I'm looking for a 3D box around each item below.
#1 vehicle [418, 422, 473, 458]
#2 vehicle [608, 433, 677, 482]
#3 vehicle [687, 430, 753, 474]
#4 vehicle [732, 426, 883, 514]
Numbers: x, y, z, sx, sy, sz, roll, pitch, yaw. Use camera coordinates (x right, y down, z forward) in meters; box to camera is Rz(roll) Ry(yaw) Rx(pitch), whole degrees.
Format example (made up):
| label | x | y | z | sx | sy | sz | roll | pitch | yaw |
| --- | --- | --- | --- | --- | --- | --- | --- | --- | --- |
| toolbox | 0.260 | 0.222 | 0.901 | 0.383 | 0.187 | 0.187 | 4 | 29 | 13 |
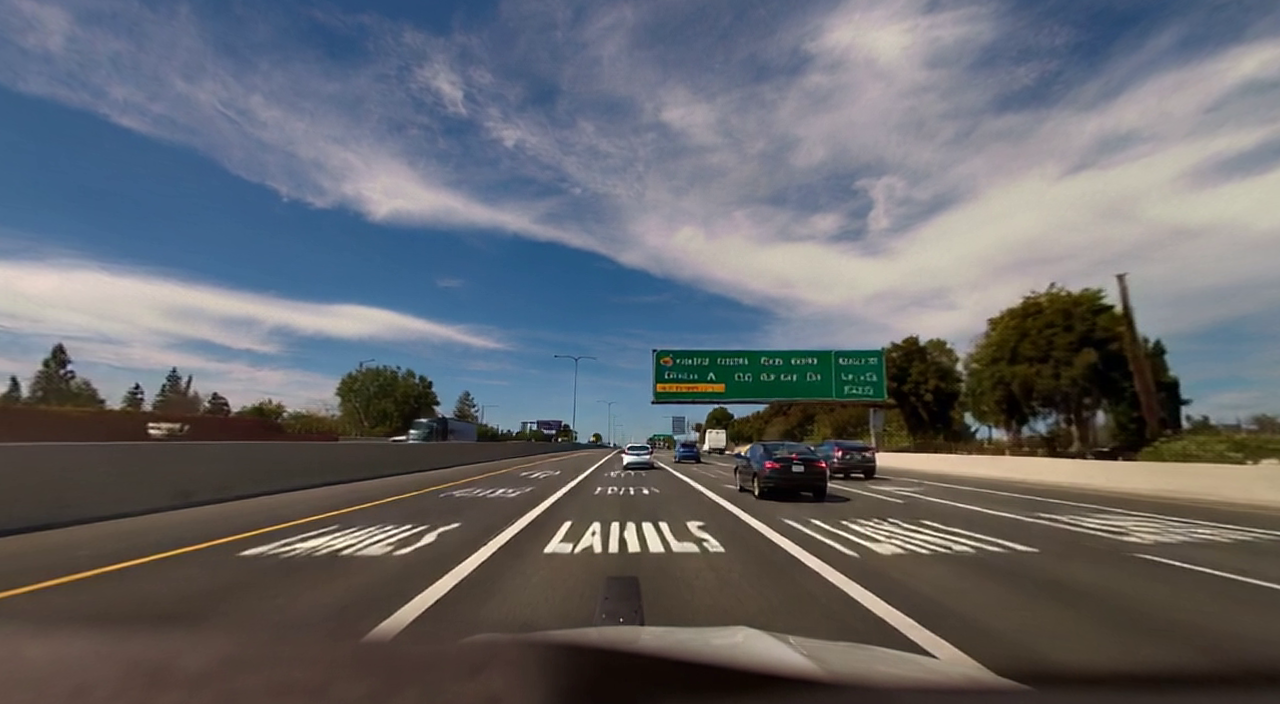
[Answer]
| label | x | y | z | sx | sy | sz | roll | pitch | yaw |
| --- | --- | --- | --- | --- | --- | --- | --- | --- | --- |
| vehicle | -14.566 | 6.659 | 47.626 | 2.378 | 2.458 | 5.830 | 0 | -8 | -1 |
| vehicle | 0.014 | 3.509 | 21.230 | 2.098 | 1.475 | 3.997 | 0 | -8 | -2 |
| vehicle | 3.223 | 4.146 | 26.343 | 1.997 | 1.663 | 4.169 | 0 | -8 | -3 |
| vehicle | 3.250 | 2.373 | 13.190 | 1.856 | 1.517 | 4.198 | 0 | -9 | -2 |
